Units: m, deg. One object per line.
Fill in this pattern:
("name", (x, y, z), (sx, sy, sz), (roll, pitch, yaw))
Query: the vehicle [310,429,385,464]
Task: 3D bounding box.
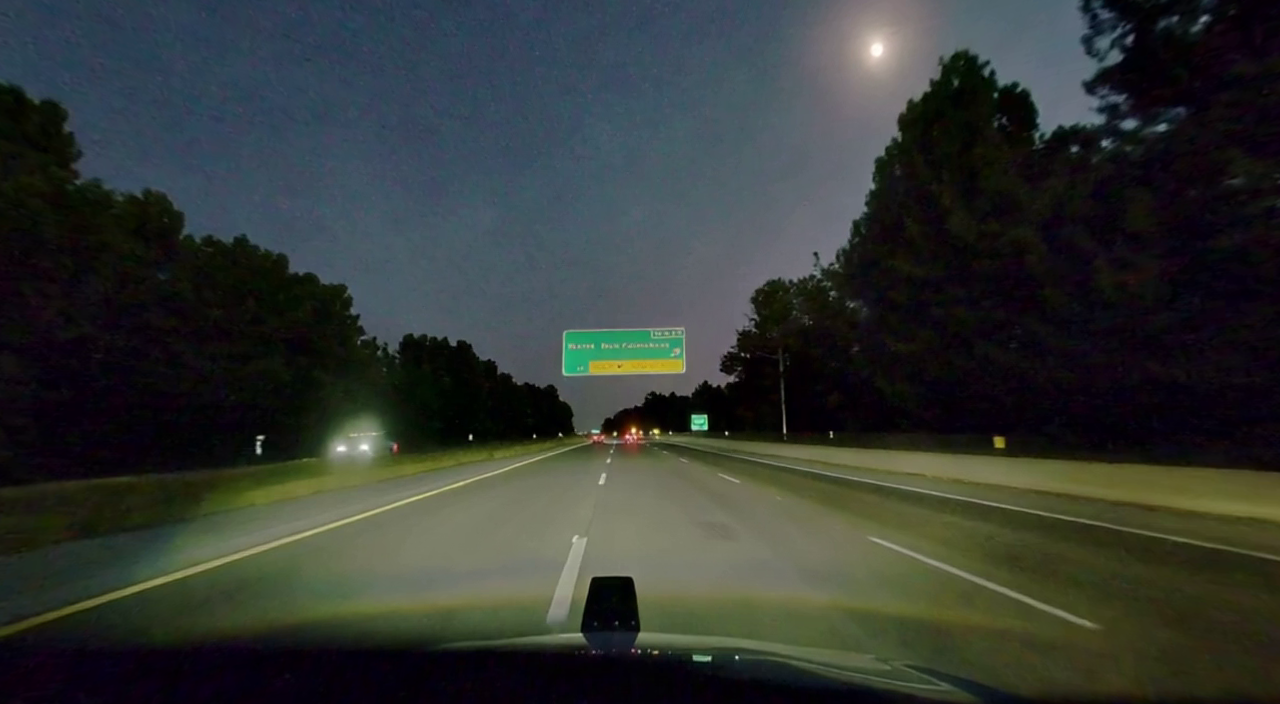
("vehicle", (-20.730, 6.682, 45.055), (2.424, 2.291, 6.442), (0, -8, -1))
